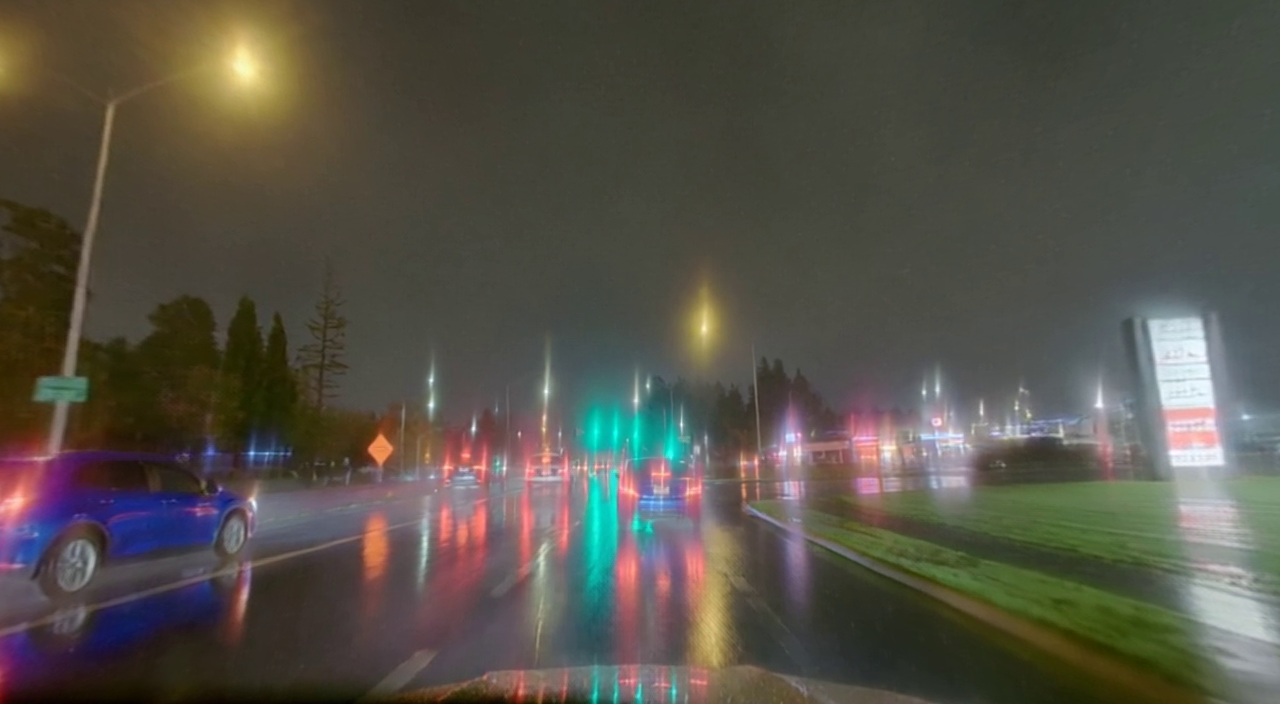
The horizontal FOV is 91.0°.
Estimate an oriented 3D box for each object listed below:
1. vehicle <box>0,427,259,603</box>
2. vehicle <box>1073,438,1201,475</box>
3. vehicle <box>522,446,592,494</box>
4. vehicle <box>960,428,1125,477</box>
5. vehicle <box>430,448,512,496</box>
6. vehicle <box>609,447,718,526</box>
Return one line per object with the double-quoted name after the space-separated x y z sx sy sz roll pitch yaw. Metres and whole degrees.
-7.062 1.826 7.766 1.968 1.657 4.230 0 -9 1 "vehicle"
22.302 4.700 28.331 4.220 1.550 1.935 -9 -13 43 "vehicle"
-3.221 4.668 25.332 2.055 1.725 4.732 0 -9 1 "vehicle"
18.066 4.518 28.524 5.852 1.962 2.323 -8 -11 41 "vehicle"
-6.827 4.862 25.981 2.032 1.767 4.549 0 -9 1 "vehicle"
0.488 2.889 14.111 2.091 1.494 3.962 0 -9 1 "vehicle"
